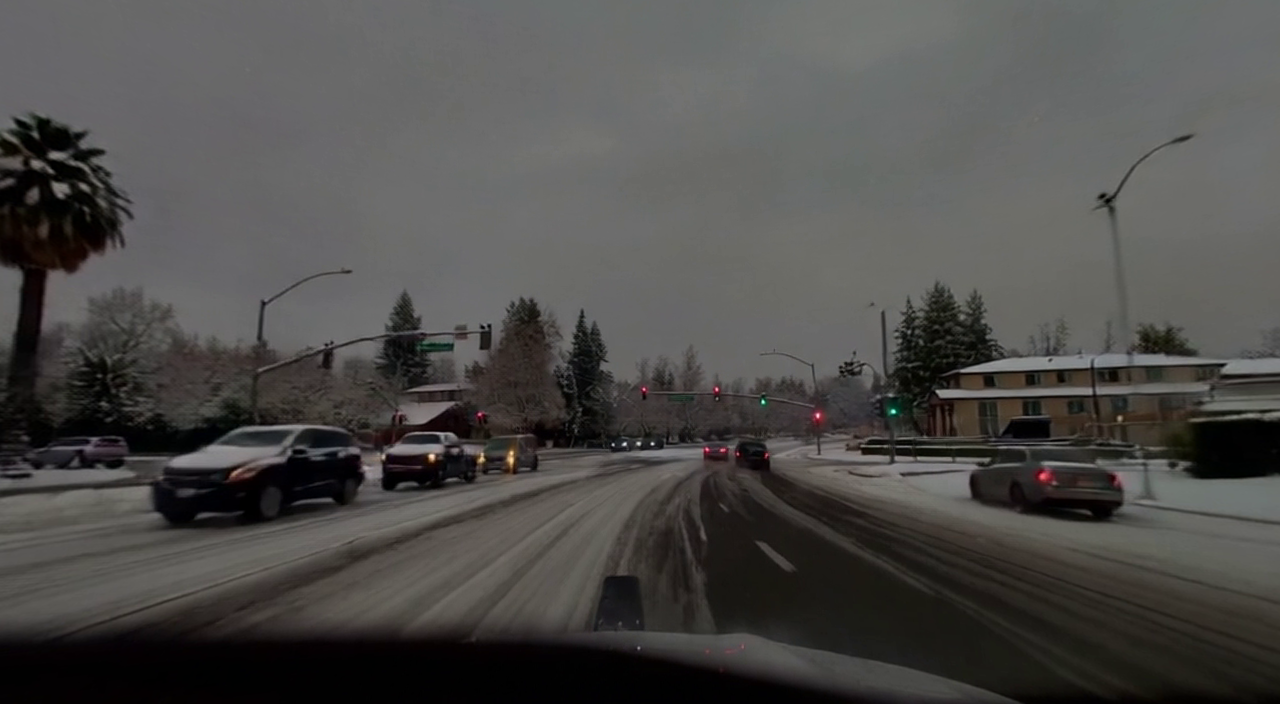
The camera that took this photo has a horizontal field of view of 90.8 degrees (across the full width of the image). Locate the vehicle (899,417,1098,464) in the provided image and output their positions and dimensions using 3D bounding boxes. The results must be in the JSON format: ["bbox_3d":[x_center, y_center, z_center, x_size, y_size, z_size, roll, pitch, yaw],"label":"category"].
[{"bbox_3d":[27.038,6.826,48.426,12.701,3.428,3.061,-2,-9,10],"label":"vehicle"}]

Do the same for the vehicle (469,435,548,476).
[{"bbox_3d":[-5.819,4.652,28.632,2.010,1.686,4.653,-1,-9,8],"label":"vehicle"}]

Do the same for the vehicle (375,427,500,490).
[{"bbox_3d":[-6.388,3.420,20.659,2.188,1.789,4.881,-1,-8,4],"label":"vehicle"}]

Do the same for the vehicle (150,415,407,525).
[{"bbox_3d":[-6.680,2.244,12.530,2.072,1.738,4.757,-1,-8,3],"label":"vehicle"}]

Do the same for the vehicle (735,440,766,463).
[{"bbox_3d":[8.751,7.858,49.861,2.255,1.708,4.328,-2,-9,10],"label":"vehicle"}]

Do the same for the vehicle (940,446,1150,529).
[{"bbox_3d":[8.510,2.833,13.927,2.144,1.473,4.638,-1,-9,9],"label":"vehicle"}]

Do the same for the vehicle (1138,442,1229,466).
[{"bbox_3d":[39.460,7.404,45.970,4.479,1.706,2.051,-2,-9,10],"label":"vehicle"}]

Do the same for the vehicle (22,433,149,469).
[{"bbox_3d":[-31.663,5.644,36.297,5.112,1.780,1.981,2,-8,-30],"label":"vehicle"}]
